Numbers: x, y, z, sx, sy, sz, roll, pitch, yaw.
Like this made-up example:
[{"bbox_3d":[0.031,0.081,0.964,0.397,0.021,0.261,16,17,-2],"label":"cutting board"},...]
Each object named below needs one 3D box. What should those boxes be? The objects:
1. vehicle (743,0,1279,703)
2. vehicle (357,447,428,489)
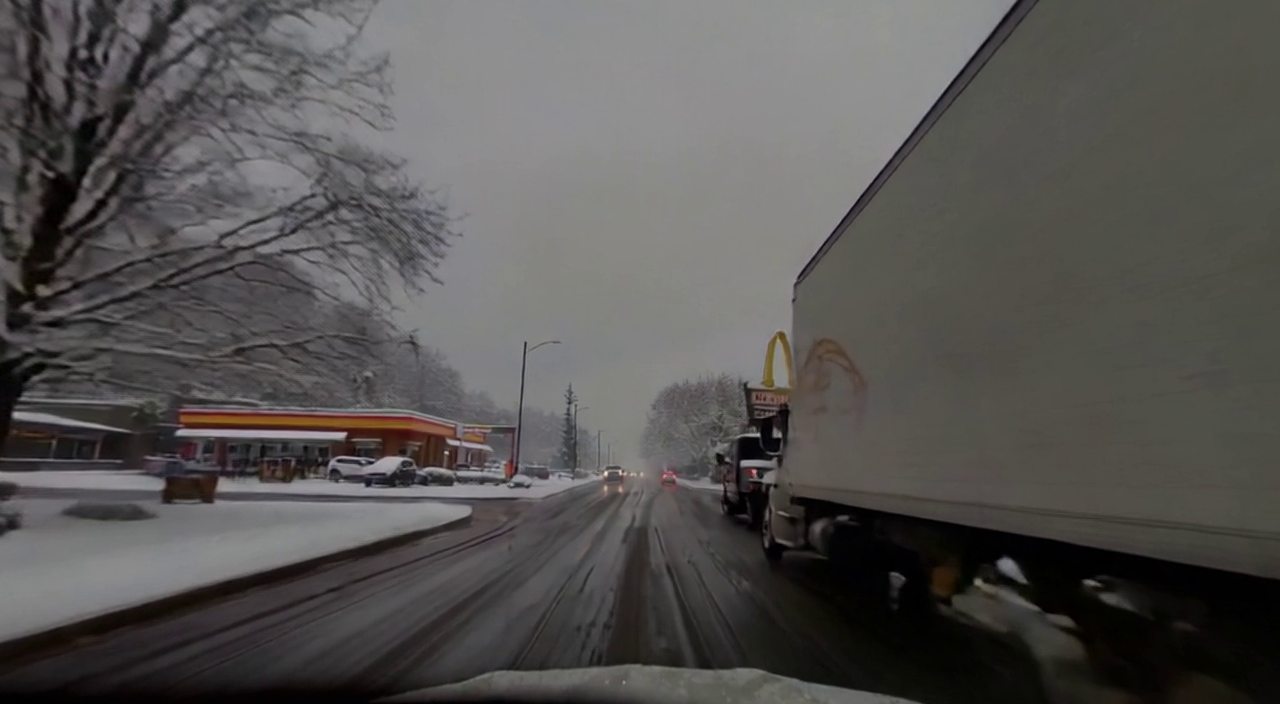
[{"bbox_3d":[3.428,0.236,4.483,2.990,4.098,13.928,1,-10,0],"label":"vehicle"},{"bbox_3d":[-12.731,5.949,32.682,2.062,1.889,4.115,2,-7,-2],"label":"vehicle"}]
